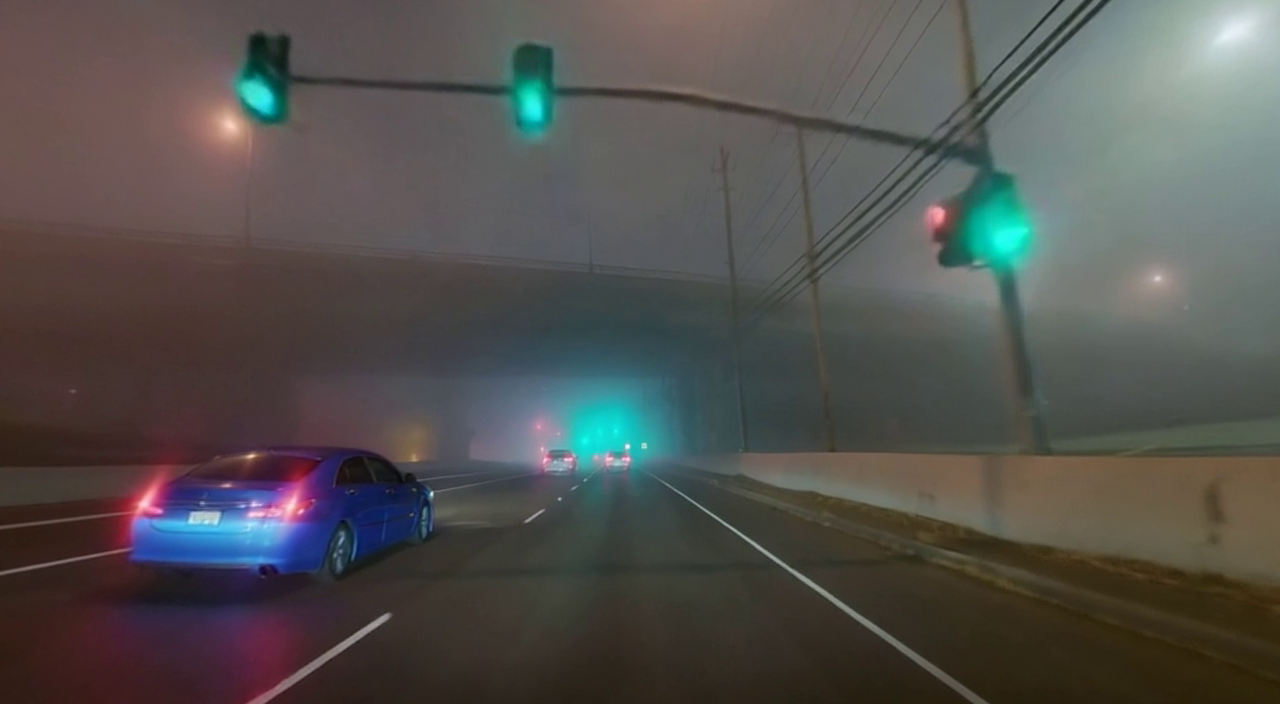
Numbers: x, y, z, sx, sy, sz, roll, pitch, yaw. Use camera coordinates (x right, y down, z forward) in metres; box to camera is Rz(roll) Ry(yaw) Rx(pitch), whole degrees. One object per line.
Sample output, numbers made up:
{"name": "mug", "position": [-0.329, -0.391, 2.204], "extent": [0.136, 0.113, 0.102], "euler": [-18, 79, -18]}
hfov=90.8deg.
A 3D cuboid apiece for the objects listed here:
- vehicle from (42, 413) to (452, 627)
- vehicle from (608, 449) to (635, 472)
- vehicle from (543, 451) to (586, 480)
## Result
{"name": "vehicle", "position": [-3.743, 1.644, 7.191], "extent": [1.925, 1.666, 4.271], "euler": [0, -8, -1]}
{"name": "vehicle", "position": [-1.417, 8.192, 47.837], "extent": [1.985, 1.565, 3.968], "euler": [0, -8, -2]}
{"name": "vehicle", "position": [-4.059, 6.151, 34.582], "extent": [1.946, 1.437, 4.154], "euler": [0, -8, -1]}
